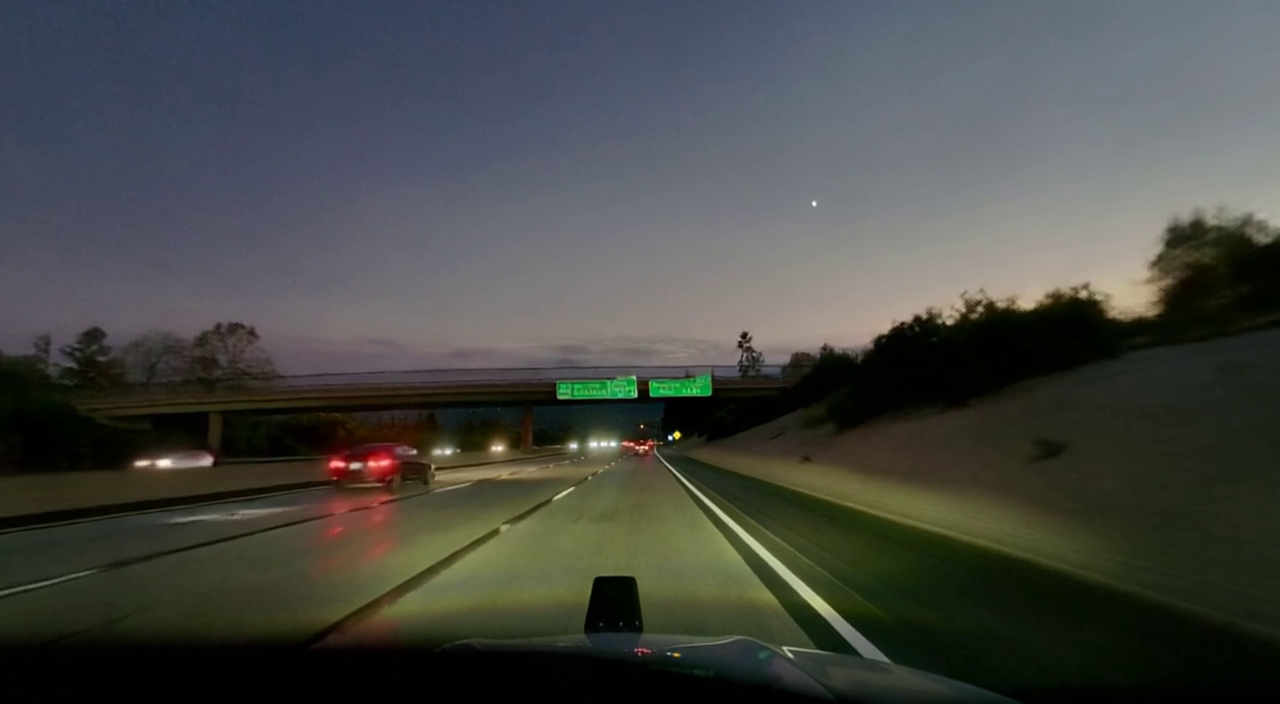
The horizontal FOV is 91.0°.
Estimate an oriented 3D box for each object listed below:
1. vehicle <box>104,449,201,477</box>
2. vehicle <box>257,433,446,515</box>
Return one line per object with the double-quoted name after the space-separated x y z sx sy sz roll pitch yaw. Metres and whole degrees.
-28.454 6.439 36.968 1.911 1.494 4.646 0 -8 1 "vehicle"
-6.270 2.693 14.469 1.916 1.545 4.757 0 -8 2 "vehicle"
